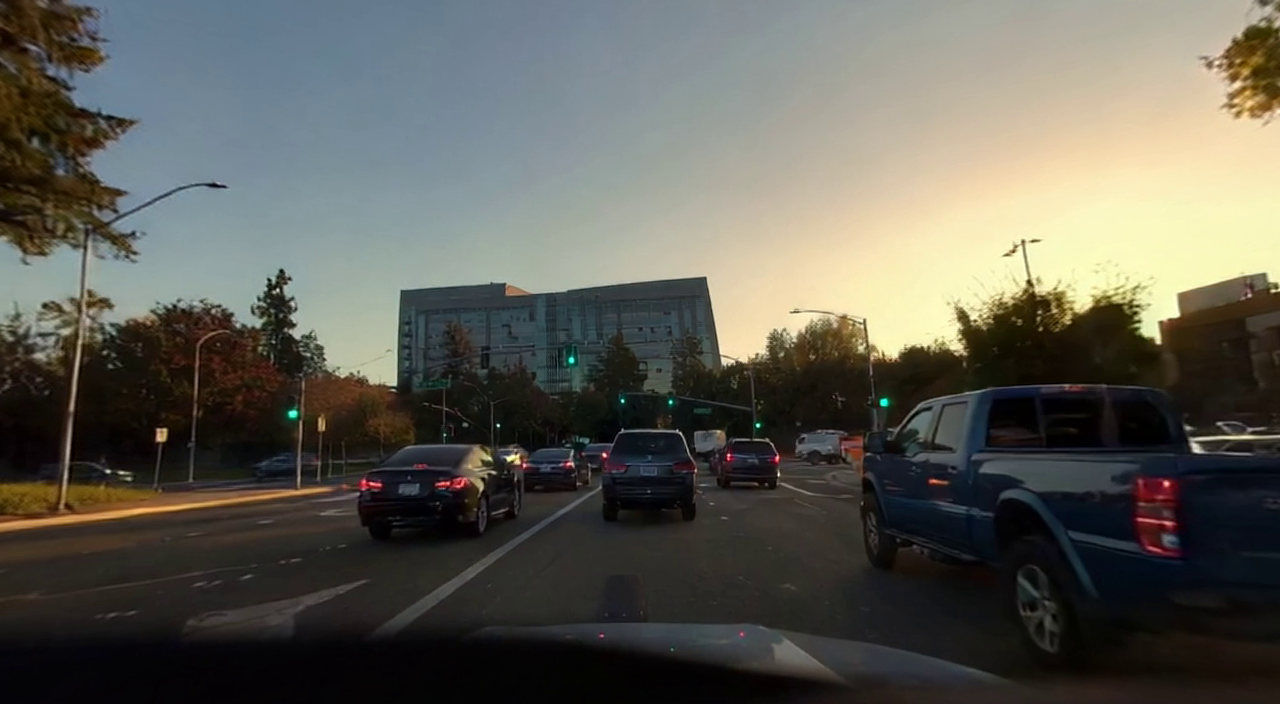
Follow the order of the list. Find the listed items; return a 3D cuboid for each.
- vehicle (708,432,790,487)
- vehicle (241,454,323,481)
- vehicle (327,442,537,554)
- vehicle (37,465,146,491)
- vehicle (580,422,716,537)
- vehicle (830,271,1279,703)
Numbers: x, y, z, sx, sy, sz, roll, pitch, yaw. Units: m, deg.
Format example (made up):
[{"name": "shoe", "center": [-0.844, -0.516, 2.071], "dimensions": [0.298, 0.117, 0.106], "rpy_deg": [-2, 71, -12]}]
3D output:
[{"name": "vehicle", "center": [4.130, 4.190, 24.934], "dimensions": [2.408, 1.908, 5.355], "rpy_deg": [0, -8, 1]}, {"name": "vehicle", "center": [-26.704, 8.675, 47.164], "dimensions": [4.606, 1.867, 2.226], "rpy_deg": [0, -14, 2]}, {"name": "vehicle", "center": [-3.181, 2.310, 10.878], "dimensions": [1.909, 1.476, 4.751], "rpy_deg": [0, -8, 1]}, {"name": "vehicle", "center": [-36.293, 8.347, 41.848], "dimensions": [5.100, 1.533, 2.032], "rpy_deg": [1, -8, -5]}, {"name": "vehicle", "center": [0.159, 2.288, 11.874], "dimensions": [2.113, 1.768, 3.901], "rpy_deg": [0, -8, 1]}, {"name": "vehicle", "center": [3.463, 1.005, 4.366], "dimensions": [2.571, 1.857, 5.841], "rpy_deg": [0, -8, 1]}]
